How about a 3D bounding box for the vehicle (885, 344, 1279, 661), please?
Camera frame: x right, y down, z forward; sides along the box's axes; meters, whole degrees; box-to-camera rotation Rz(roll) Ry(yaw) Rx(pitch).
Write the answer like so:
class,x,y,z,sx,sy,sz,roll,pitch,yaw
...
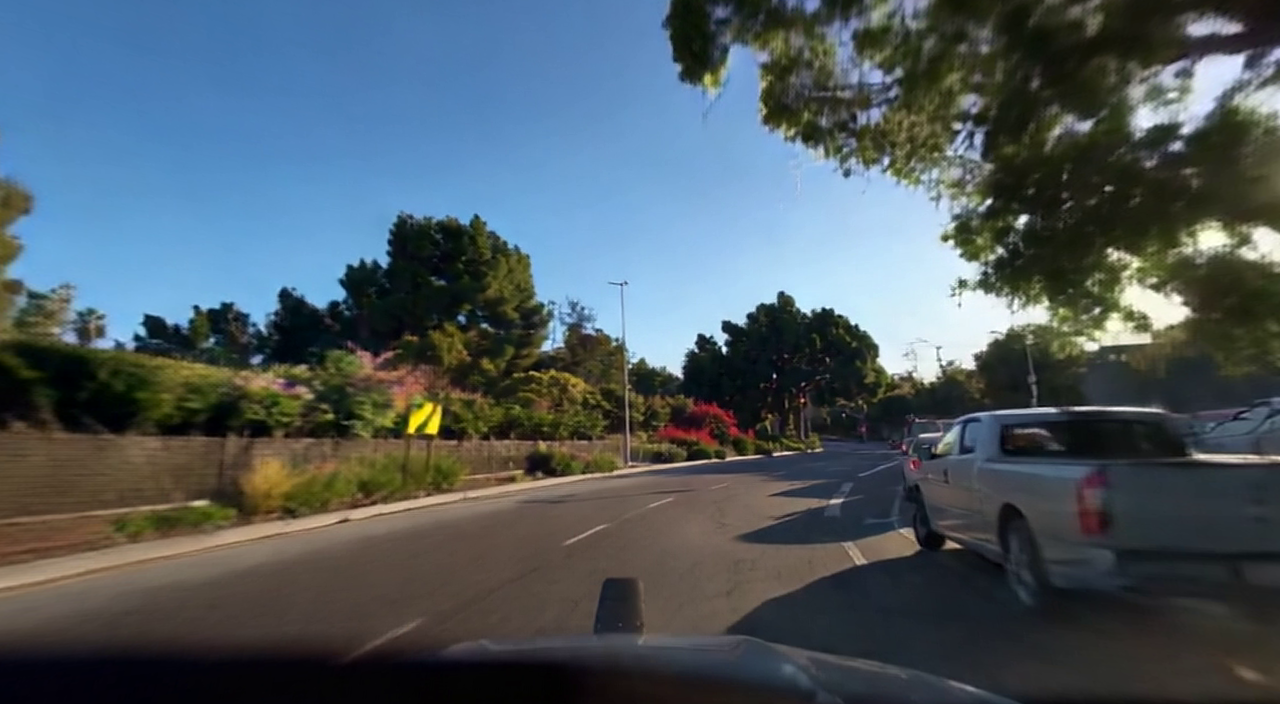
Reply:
class,x,y,z,sx,sy,sz,roll,pitch,yaw
vehicle,4.509,1.345,6.866,2.483,1.978,5.802,-2,-9,12
